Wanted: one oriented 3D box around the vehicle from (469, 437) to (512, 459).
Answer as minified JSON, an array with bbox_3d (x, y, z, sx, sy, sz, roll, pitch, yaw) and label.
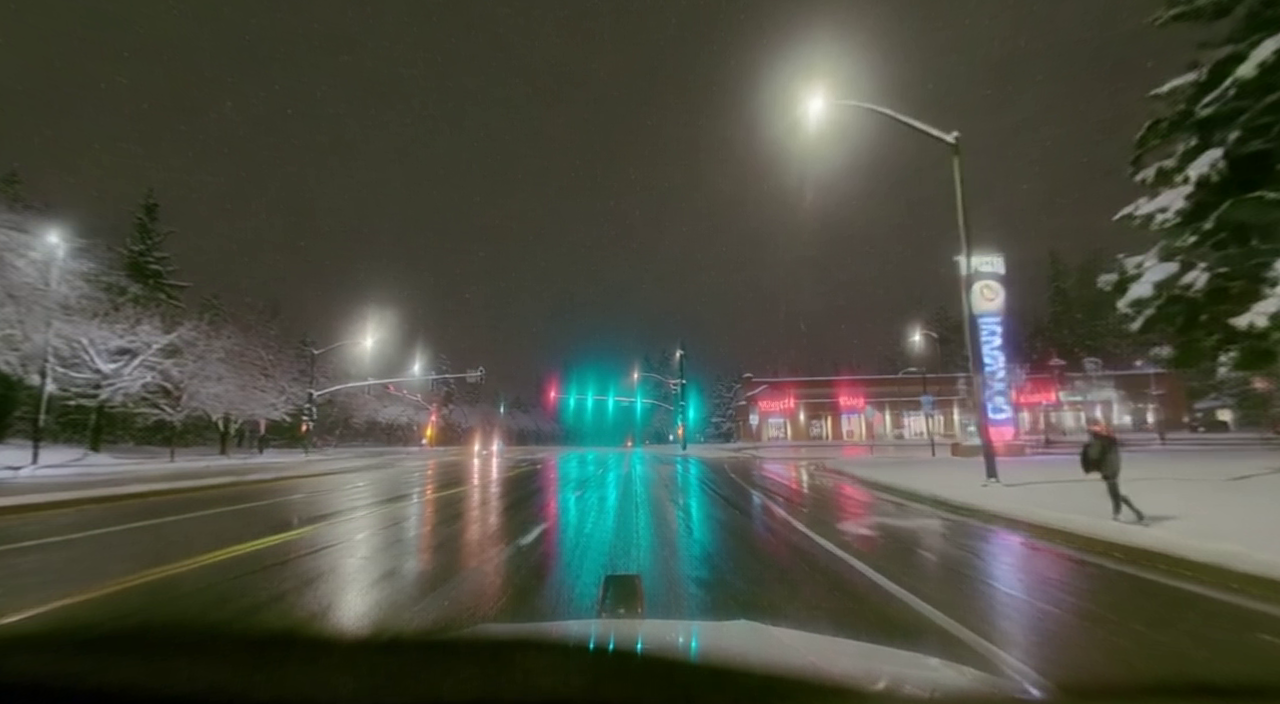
[{"bbox_3d":[-10.783,7.007,45.848,1.924,1.502,4.727,0,-9,1],"label":"vehicle"}]
